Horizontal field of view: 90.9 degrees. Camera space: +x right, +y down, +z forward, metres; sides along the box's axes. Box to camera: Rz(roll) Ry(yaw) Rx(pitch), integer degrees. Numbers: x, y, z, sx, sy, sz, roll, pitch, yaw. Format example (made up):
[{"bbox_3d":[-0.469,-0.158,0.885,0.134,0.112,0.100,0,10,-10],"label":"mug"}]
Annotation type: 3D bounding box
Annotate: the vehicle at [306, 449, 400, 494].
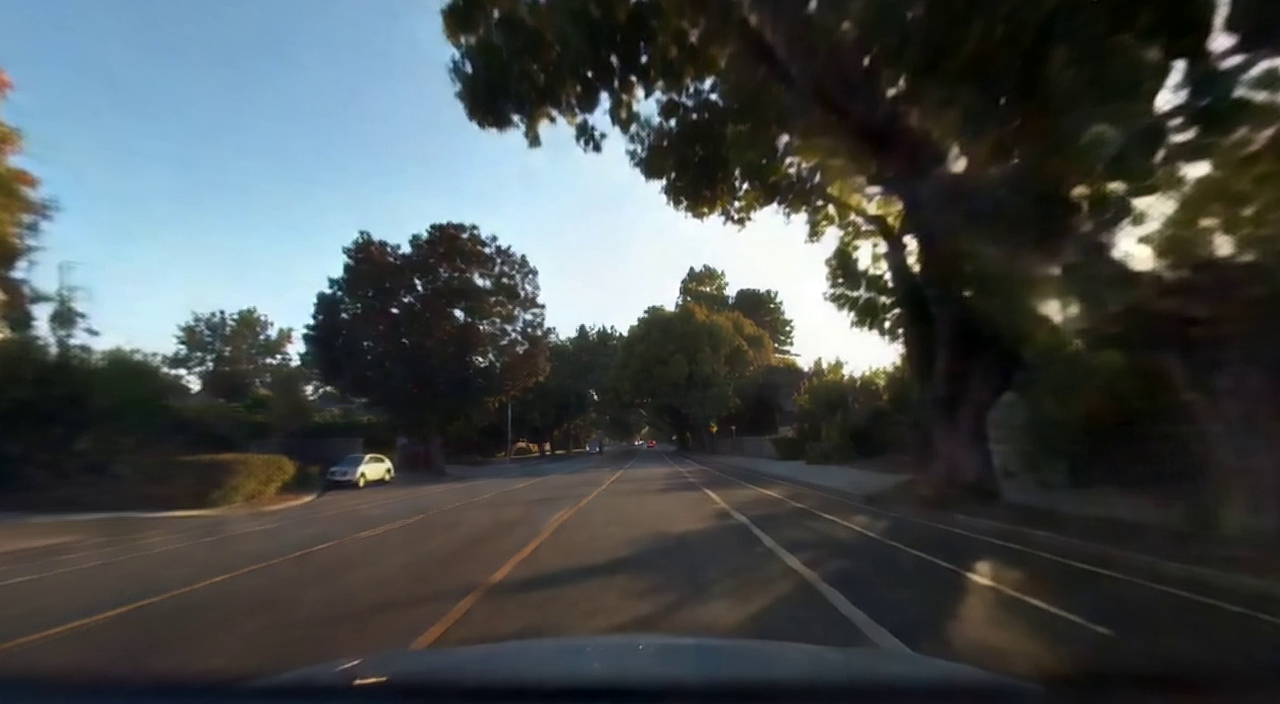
[{"bbox_3d":[-12.407,5.158,27.638,1.921,1.611,4.713,-4,-8,1],"label":"vehicle"}]
